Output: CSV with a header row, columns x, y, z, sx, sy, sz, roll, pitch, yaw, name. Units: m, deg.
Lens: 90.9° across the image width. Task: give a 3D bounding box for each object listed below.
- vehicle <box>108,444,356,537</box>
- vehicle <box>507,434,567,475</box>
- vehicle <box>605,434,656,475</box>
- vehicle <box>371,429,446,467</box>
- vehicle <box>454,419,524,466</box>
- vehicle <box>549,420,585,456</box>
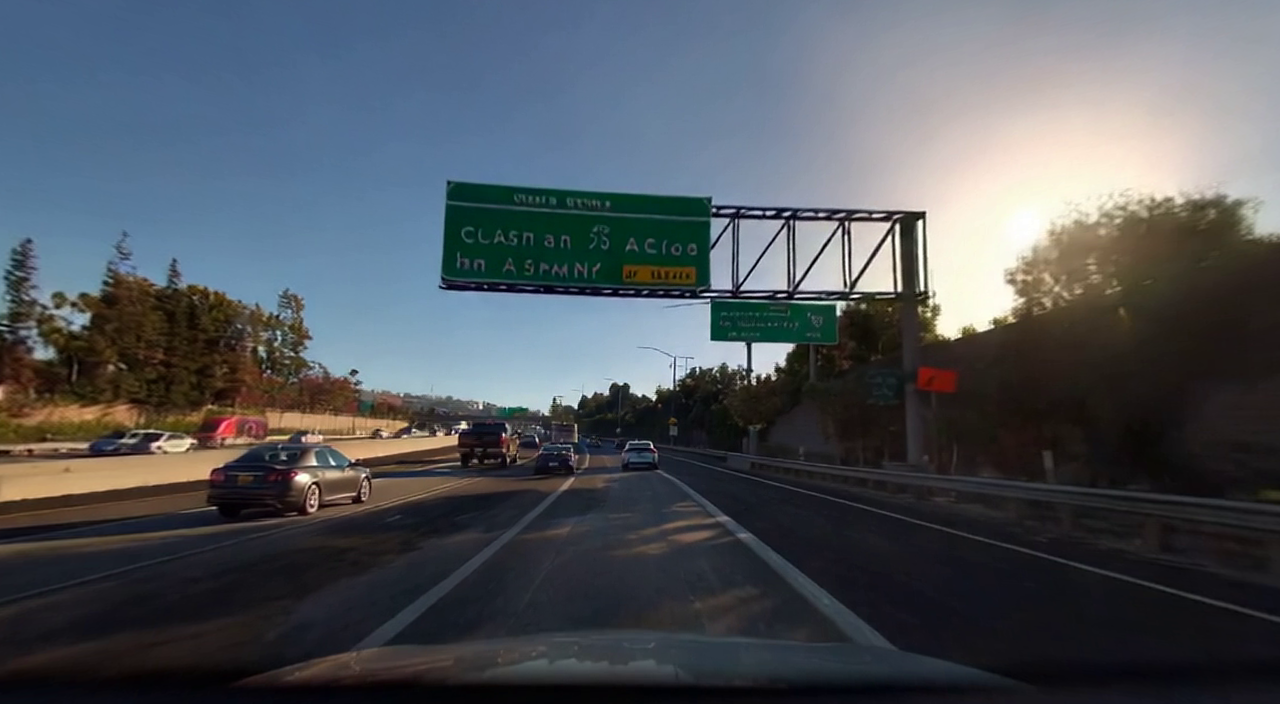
x,y,z,sx,sy,sz,roll,pitch,yaw,name
-7.512,2.536,12.306,1.896,1.465,4.399,0,-8,0,vehicle
-4.414,4.476,27.708,2.005,1.631,4.295,0,-8,-1,vehicle
-0.472,4.495,27.892,2.092,1.671,3.772,0,-8,-2,vehicle
-12.056,5.055,33.244,2.079,1.807,5.187,0,-8,-1,vehicle
-8.440,5.181,36.050,2.773,2.402,6.232,0,-8,-3,vehicle
-5.603,6.722,49.219,2.279,2.672,5.256,0,-8,-2,vehicle
